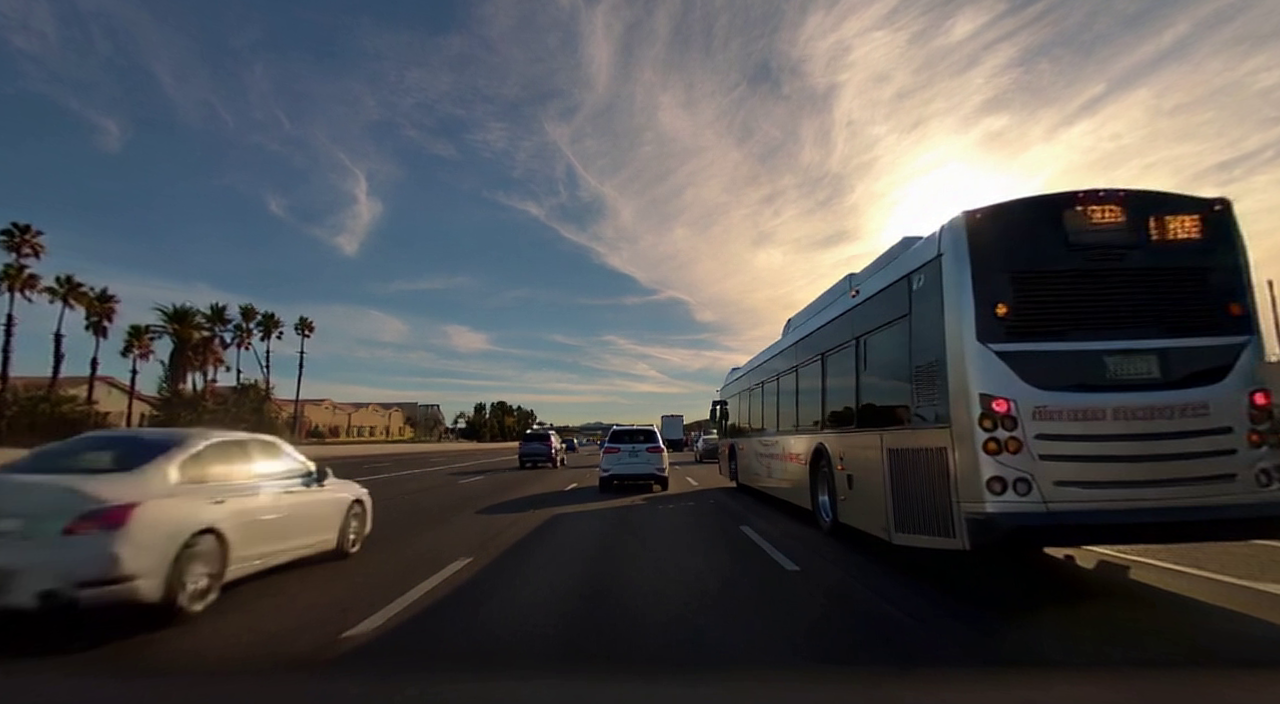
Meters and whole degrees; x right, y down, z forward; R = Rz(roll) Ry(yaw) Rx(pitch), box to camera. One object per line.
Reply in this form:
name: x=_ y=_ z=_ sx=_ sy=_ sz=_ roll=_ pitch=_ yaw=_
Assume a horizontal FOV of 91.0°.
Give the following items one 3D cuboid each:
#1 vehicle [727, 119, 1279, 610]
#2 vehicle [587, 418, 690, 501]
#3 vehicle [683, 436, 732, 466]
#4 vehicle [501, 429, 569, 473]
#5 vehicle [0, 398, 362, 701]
vehicle: x=4.024 y=1.054 z=11.683 sx=3.020 sy=3.622 sz=14.302 roll=0 pitch=-9 yaw=1
vehicle: x=0.002 y=2.681 z=16.015 sx=2.268 sy=1.796 sz=4.280 roll=0 pitch=-9 yaw=1
vehicle: x=3.631 y=5.430 z=34.656 sx=2.039 sy=1.516 sz=4.521 roll=0 pitch=-9 yaw=-2
vehicle: x=-4.512 y=4.376 z=27.954 sx=2.100 sy=1.765 sz=4.743 roll=0 pitch=-9 yaw=1
vehicle: x=-4.307 y=1.281 z=5.017 sx=2.040 sy=1.536 sz=4.680 roll=0 pitch=-9 yaw=0
